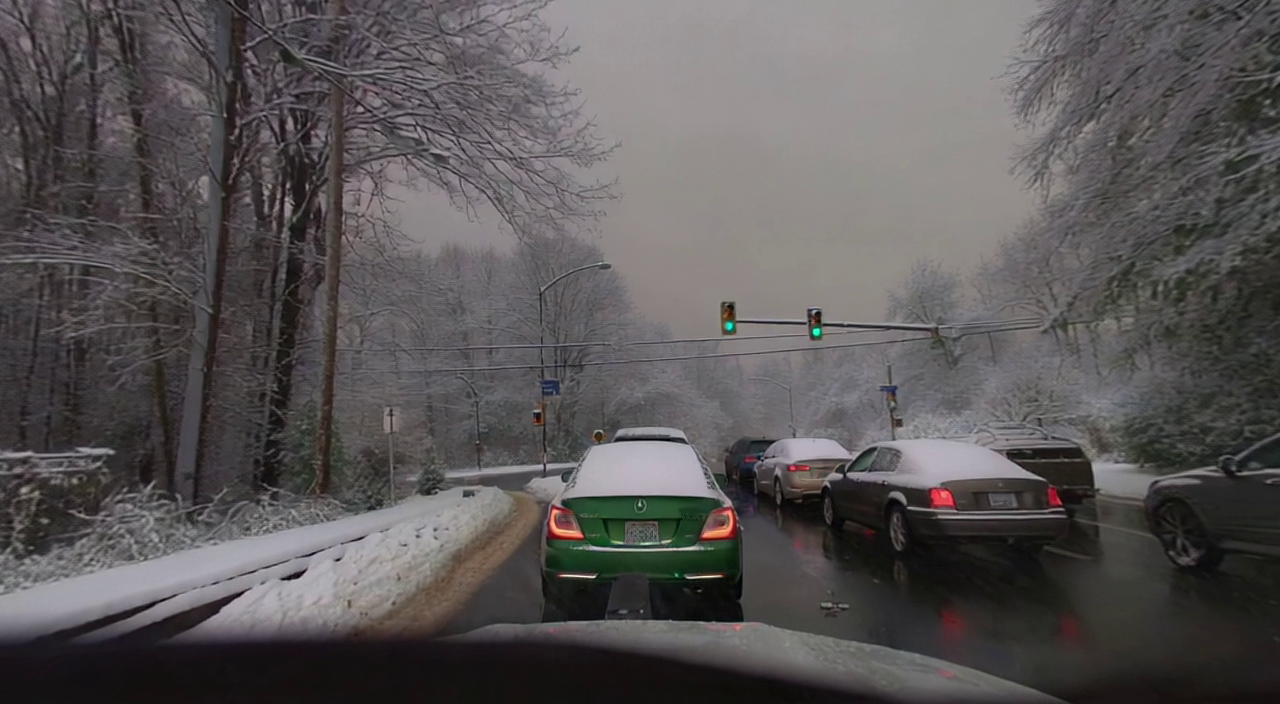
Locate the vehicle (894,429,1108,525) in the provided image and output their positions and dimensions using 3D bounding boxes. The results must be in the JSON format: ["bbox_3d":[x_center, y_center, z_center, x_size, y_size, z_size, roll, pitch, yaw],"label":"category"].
[{"bbox_3d":[7.020,2.464,12.892,1.923,1.611,4.094,0,-9,0],"label":"vehicle"}]

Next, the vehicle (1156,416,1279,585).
[{"bbox_3d":[6.935,1.341,5.574,1.783,1.572,3.421,0,-9,1],"label":"vehicle"}]

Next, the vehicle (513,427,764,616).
[{"bbox_3d":[0.012,1.681,7.097,2.015,1.502,3.898,0,-9,1],"label":"vehicle"}]

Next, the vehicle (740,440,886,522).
[{"bbox_3d":[3.535,2.719,13.816,1.934,1.494,4.446,0,-9,0],"label":"vehicle"}]
